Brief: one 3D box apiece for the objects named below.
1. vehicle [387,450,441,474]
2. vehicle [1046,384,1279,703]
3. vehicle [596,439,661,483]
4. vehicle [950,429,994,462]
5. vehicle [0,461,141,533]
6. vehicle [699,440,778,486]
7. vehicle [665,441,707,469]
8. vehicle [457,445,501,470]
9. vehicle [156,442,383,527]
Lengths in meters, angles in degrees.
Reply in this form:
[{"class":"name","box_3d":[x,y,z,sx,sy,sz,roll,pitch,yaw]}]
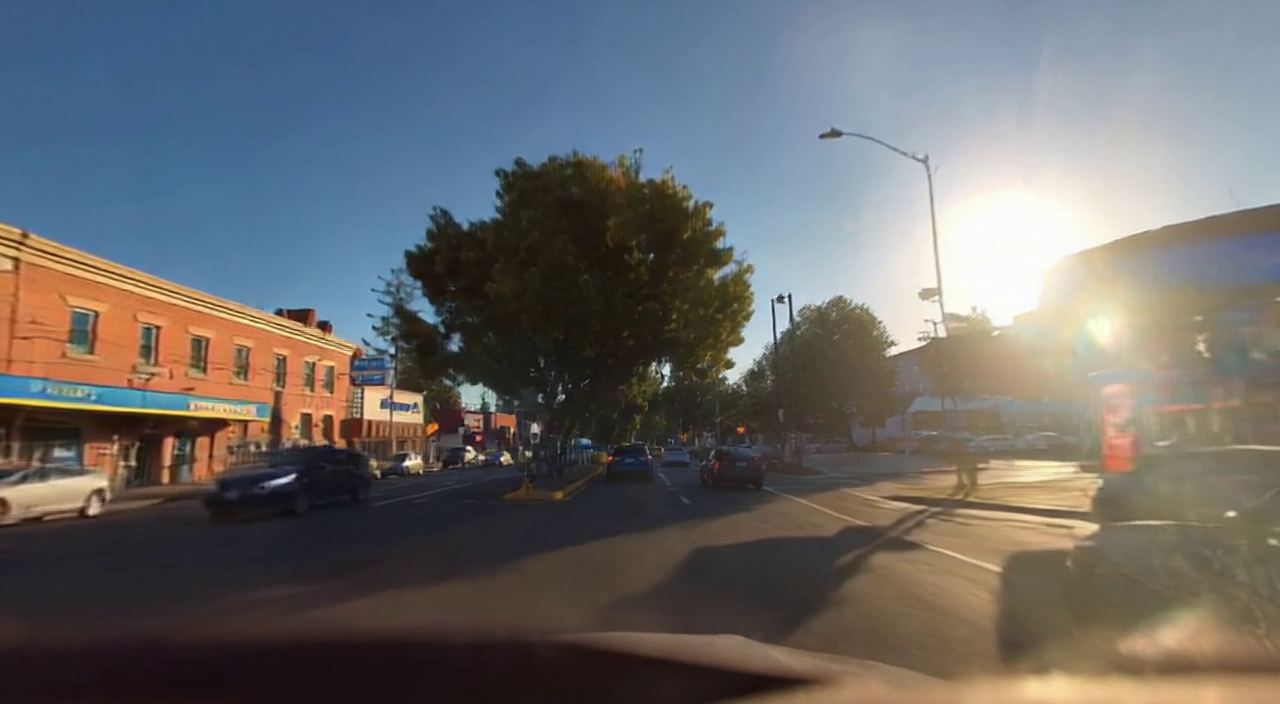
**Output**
[{"class":"vehicle","box_3d":[-15.475,7.551,43.562,1.842,1.509,4.881,-1,-9,1]},{"class":"vehicle","box_3d":[3.101,0.676,0.823,2.097,1.502,4.470,0,-9,-1]},{"class":"vehicle","box_3d":[-0.429,4.093,24.112,2.232,1.508,4.319,0,-9,-1]},{"class":"vehicle","box_3d":[18.598,5.228,35.488,1.937,1.691,4.746,-5,-10,26]},{"class":"vehicle","box_3d":[-14.971,3.426,15.277,2.007,1.463,4.792,0,-9,-1]},{"class":"vehicle","box_3d":[3.388,3.911,22.603,2.060,1.471,4.168,0,-9,-1]},{"class":"vehicle","box_3d":[2.718,6.181,38.170,2.098,1.527,3.966,0,-9,-2]},{"class":"vehicle","box_3d":[-11.306,7.439,44.721,1.997,1.677,4.327,0,-9,-1]},{"class":"vehicle","box_3d":[-7.860,2.822,14.191,2.240,1.550,4.760,0,-9,0]}]
